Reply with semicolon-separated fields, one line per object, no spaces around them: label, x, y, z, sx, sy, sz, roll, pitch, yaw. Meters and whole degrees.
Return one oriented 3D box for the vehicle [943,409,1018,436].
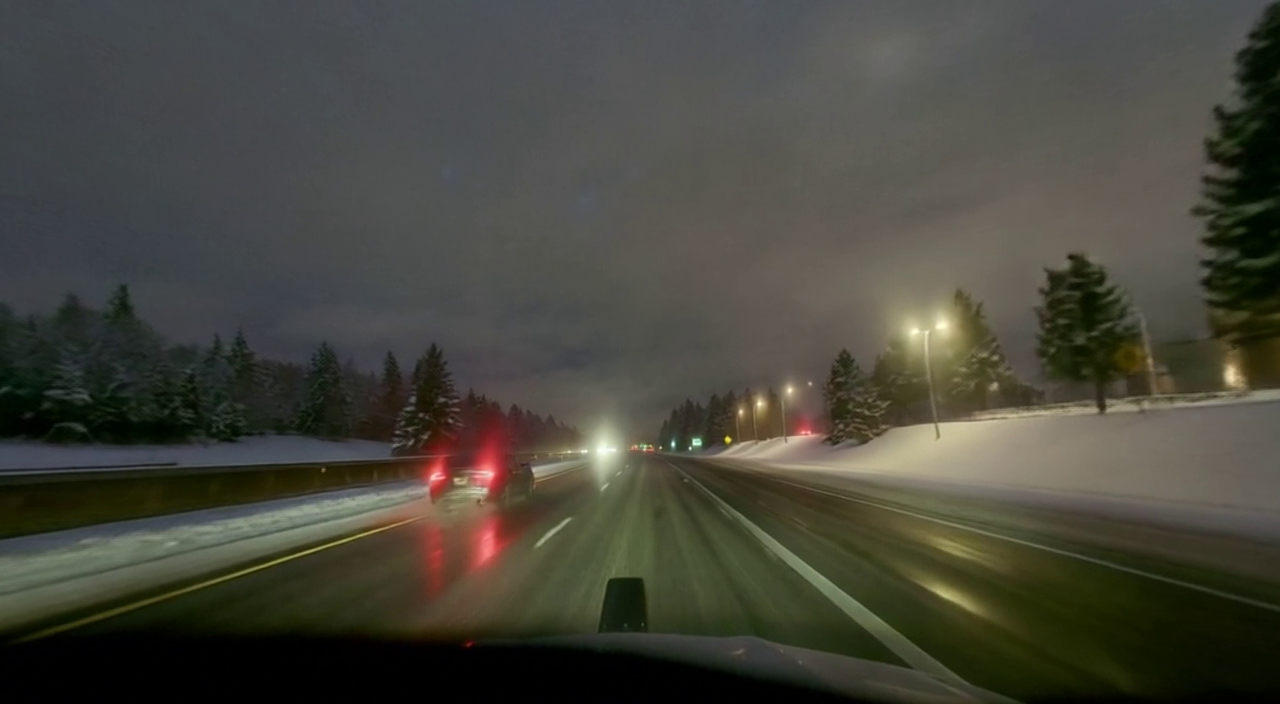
vehicle;21.072;4.411;39.050;3.860;1.519;1.697;-6;-10;33

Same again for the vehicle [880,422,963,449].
vehicle;19.133;5.746;42.938;4.728;1.706;1.975;-7;-11;37

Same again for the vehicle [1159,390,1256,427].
vehicle;33.371;3.363;37.011;5.668;1.817;2.102;5;-12;-27

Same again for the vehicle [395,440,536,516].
vehicle;-3.930;2.915;15.127;2.021;1.526;4.385;0;-9;2

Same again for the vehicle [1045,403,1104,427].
vehicle;32.740;4.771;47.457;4.116;1.647;1.920;5;-10;-30
